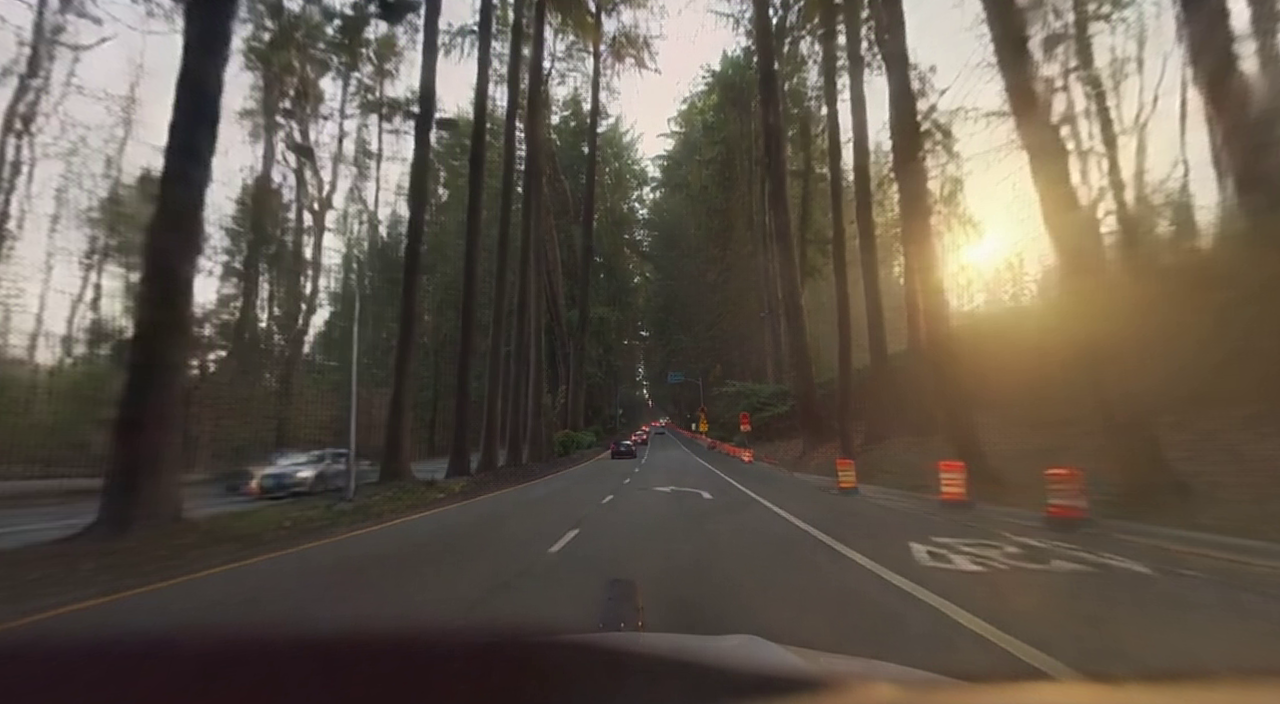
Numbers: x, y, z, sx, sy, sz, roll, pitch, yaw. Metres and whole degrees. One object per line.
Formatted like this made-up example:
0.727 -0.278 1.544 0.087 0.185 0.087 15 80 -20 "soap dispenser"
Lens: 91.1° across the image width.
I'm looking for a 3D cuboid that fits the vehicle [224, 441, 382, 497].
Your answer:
-9.900 3.452 18.990 1.953 1.471 4.670 -1 -8 4 "vehicle"
